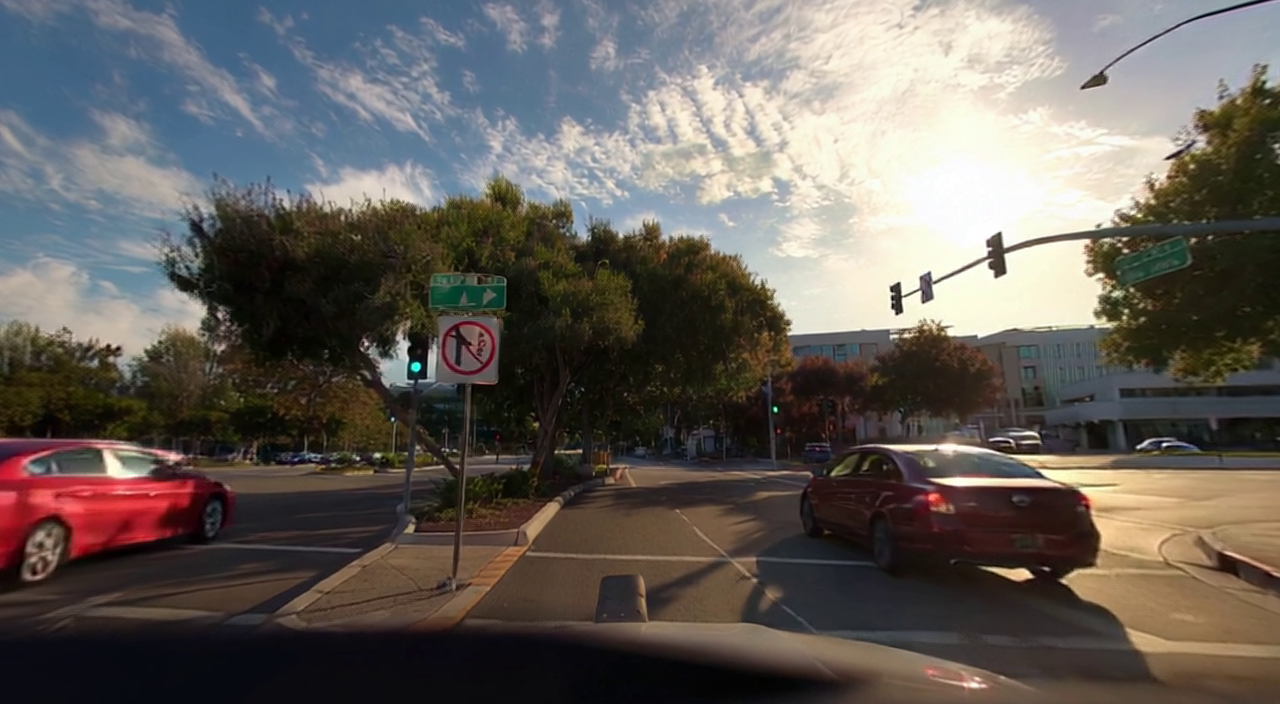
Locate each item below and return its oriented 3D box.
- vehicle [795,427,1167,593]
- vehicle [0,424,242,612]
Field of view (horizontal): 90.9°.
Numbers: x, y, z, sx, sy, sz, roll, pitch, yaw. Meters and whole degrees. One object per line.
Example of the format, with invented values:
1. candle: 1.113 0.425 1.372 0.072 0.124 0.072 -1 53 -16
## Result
1. vehicle: 3.724 1.781 8.113 1.940 1.487 4.562 1 -8 -5
2. vehicle: -6.081 1.434 5.795 1.995 1.470 4.556 0 -8 -2
